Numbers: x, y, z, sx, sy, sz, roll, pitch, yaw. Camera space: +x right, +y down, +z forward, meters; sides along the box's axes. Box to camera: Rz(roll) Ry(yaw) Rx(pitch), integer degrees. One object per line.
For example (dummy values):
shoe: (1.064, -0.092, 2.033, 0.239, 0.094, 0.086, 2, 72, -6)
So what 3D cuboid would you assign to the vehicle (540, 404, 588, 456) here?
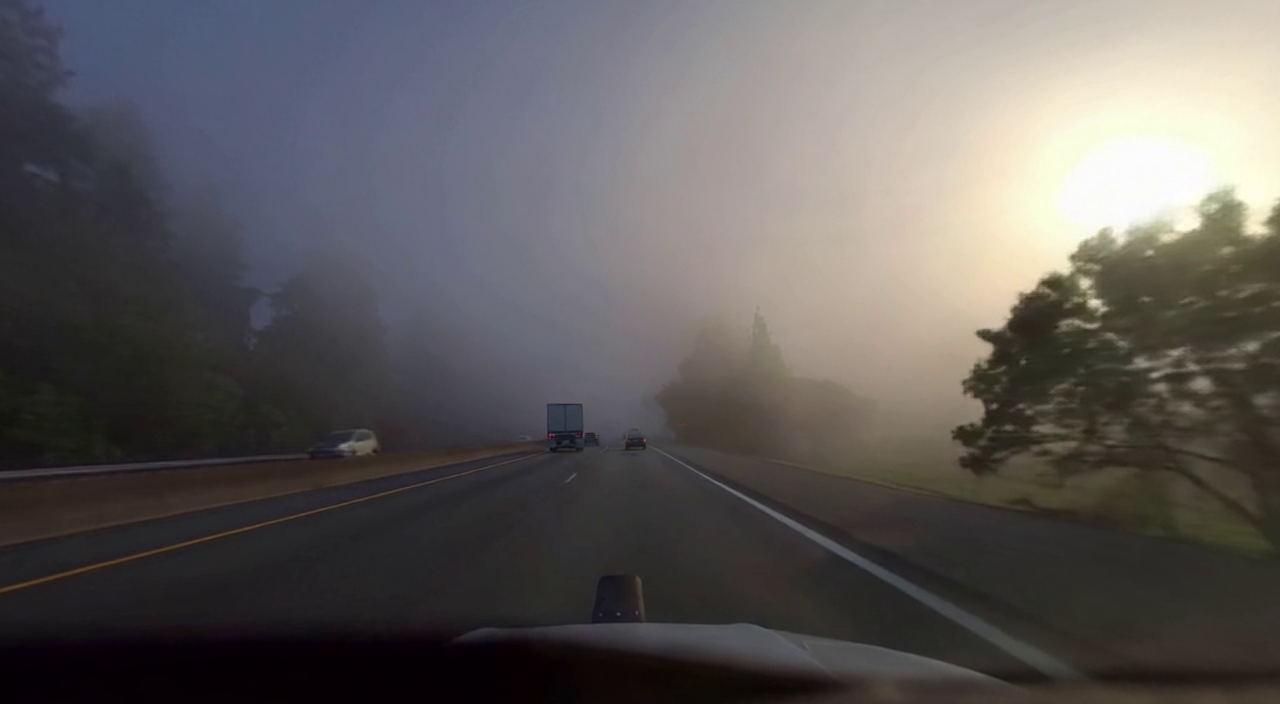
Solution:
vehicle: (-4.846, 5.148, 41.230, 2.450, 3.098, 6.965, 0, -8, -1)

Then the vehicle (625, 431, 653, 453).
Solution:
vehicle: (-0.104, 6.610, 46.269, 1.988, 1.472, 3.716, 0, -8, -2)

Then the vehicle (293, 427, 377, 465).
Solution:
vehicle: (-17.009, 5.252, 35.426, 2.321, 2.002, 4.830, 0, -8, -1)
